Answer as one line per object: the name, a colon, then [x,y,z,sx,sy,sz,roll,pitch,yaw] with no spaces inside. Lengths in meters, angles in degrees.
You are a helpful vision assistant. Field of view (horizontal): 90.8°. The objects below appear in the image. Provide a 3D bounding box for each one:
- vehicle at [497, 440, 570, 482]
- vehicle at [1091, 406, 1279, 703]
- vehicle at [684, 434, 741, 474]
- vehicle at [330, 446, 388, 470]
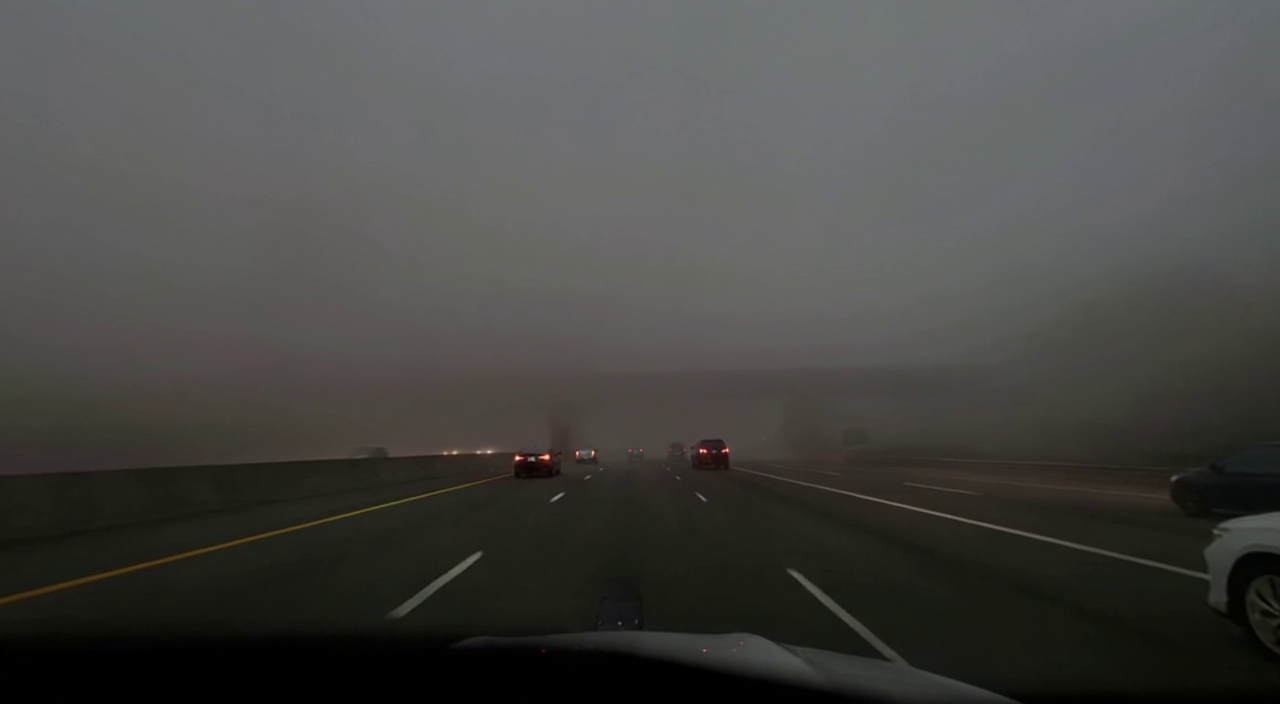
vehicle: [-4.114,4.296,25.173,1.997,1.476,4.703,0,-9,1]
vehicle: [3.992,0.848,2.017,1.989,1.472,4.322,-1,-9,2]
vehicle: [3.401,4.904,30.404,2.072,1.761,4.242,0,-9,-2]
vehicle: [-18.238,6.862,41.145,1.877,1.456,4.569,0,-9,-3]
